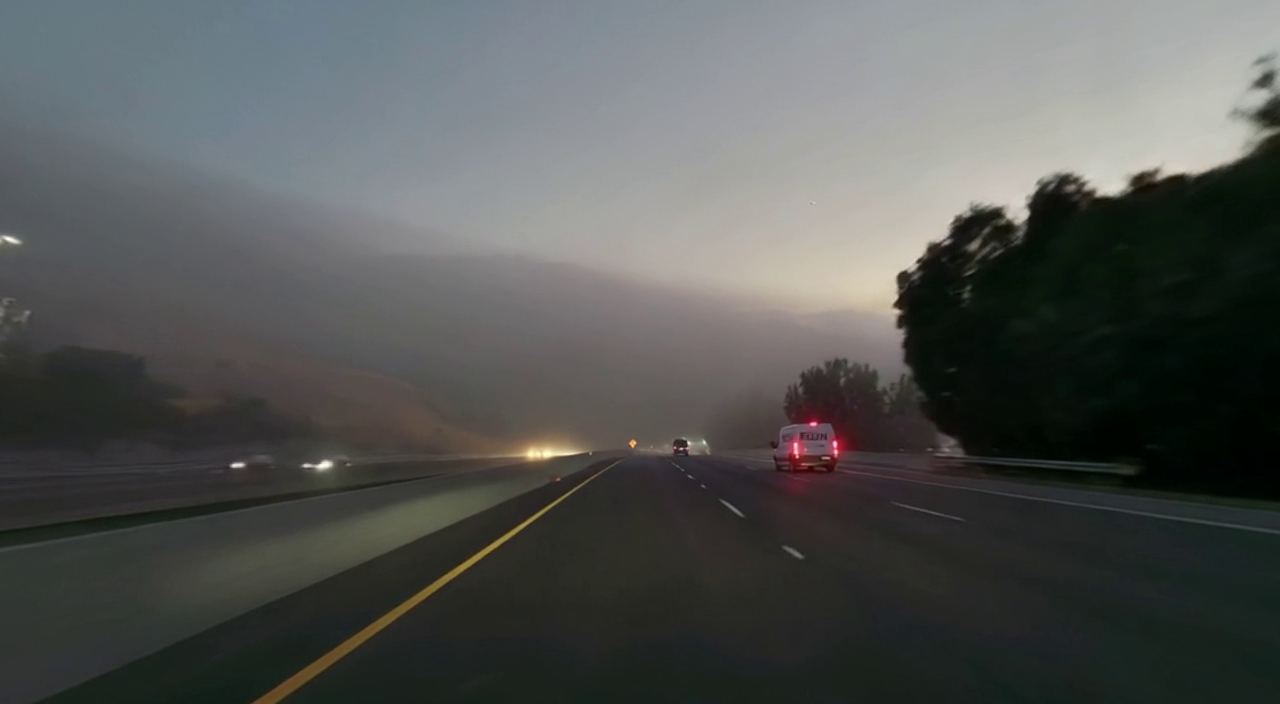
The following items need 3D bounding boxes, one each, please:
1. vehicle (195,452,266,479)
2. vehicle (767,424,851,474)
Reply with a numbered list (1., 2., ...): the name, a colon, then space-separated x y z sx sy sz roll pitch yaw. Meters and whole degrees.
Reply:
1. vehicle: -31.896 8.825 49.299 2.188 1.776 5.000 -3 -8 0
2. vehicle: 7.540 4.410 28.891 2.275 2.059 5.543 0 -8 0
